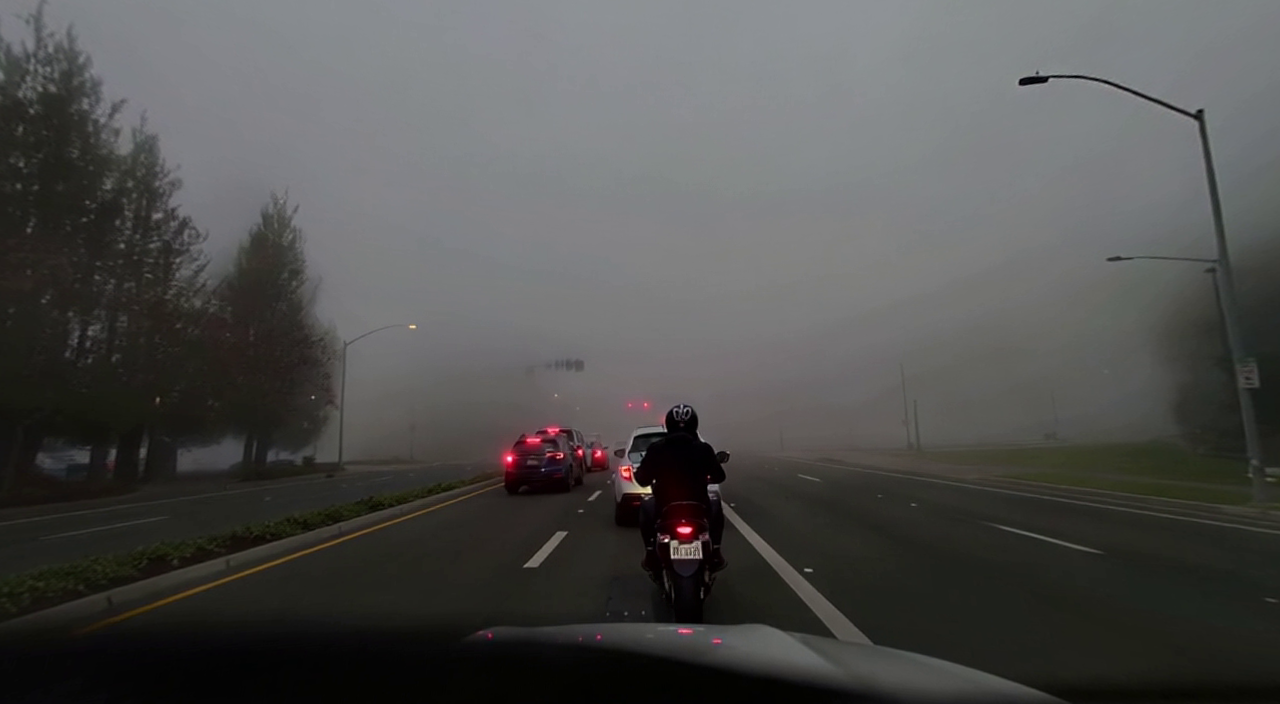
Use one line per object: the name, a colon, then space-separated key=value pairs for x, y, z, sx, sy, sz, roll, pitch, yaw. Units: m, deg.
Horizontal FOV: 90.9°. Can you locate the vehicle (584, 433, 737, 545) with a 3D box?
vehicle: x=0.332 y=2.146 z=10.676 sx=2.009 sy=1.450 sz=4.608 roll=-1 pitch=-8 yaw=2

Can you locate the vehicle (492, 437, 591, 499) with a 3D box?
vehicle: x=-2.563 y=3.114 z=17.370 sx=1.979 sy=1.499 sz=3.840 roll=-1 pitch=-8 yaw=2
